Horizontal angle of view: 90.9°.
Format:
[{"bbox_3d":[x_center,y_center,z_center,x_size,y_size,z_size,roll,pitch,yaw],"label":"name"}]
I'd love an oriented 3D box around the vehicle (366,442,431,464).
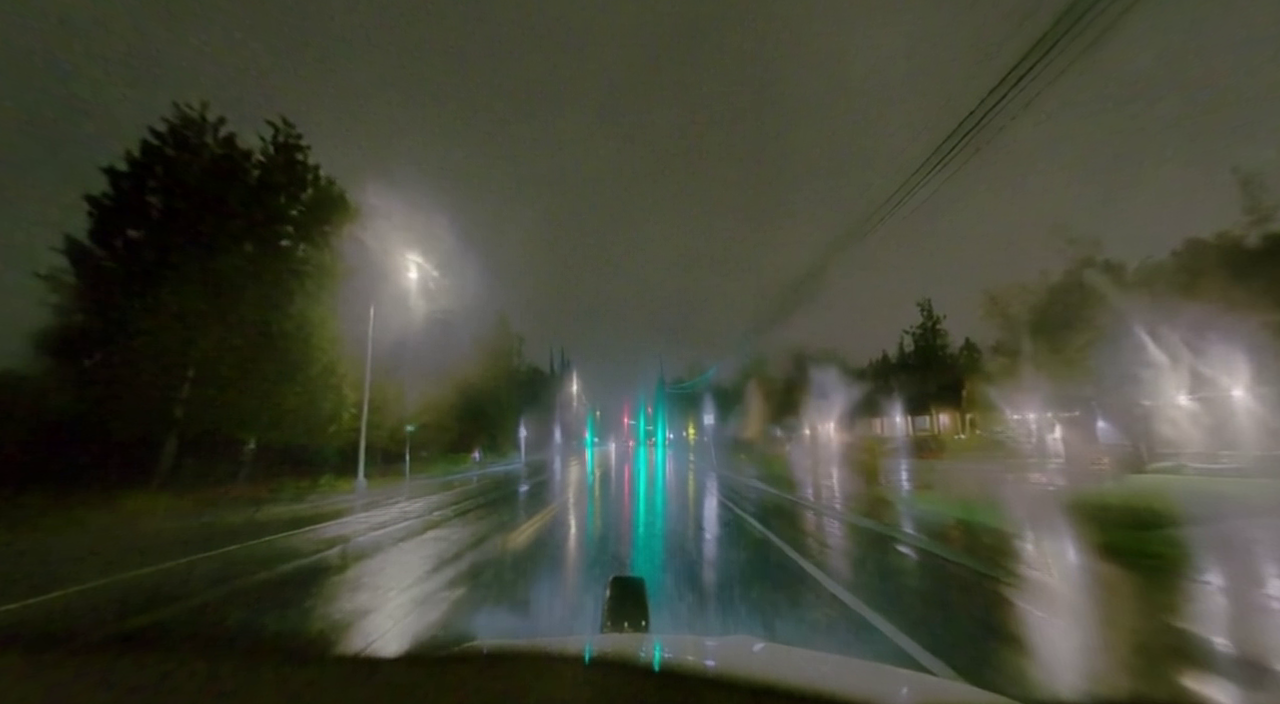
[{"bbox_3d":[-18.793,7.878,49.111,4.233,1.623,1.943,0,-8,1],"label":"vehicle"}]
